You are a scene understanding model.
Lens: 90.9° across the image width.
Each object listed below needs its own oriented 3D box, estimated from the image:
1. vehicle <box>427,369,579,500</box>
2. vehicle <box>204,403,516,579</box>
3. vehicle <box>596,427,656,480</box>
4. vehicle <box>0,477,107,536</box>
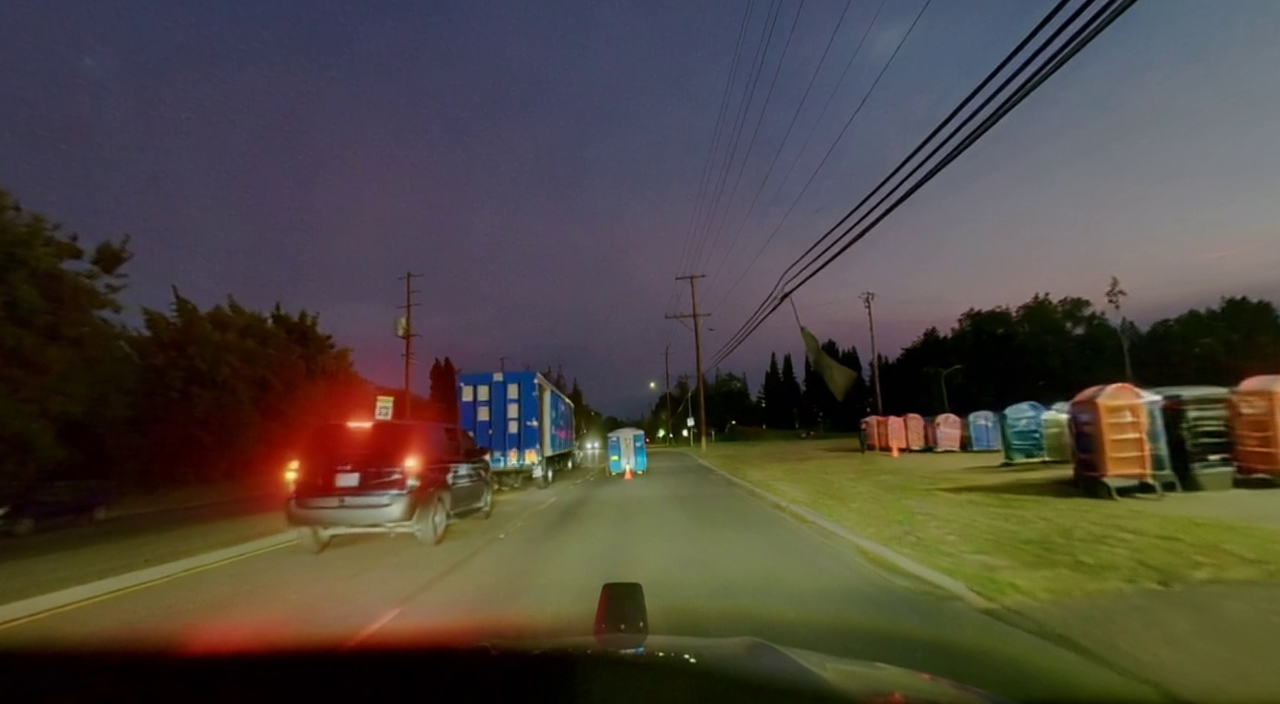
[{"bbox_3d":[-3.957,2.721,20.484,3.120,3.393,7.945,0,-8,0],"label":"vehicle"},{"bbox_3d":[-3.409,1.804,9.036,2.187,1.821,4.748,0,-8,1],"label":"vehicle"},{"bbox_3d":[-0.526,3.873,24.226,2.117,1.861,4.095,0,-8,-1],"label":"vehicle"},{"bbox_3d":[-18.880,4.614,18.969,1.837,1.485,4.231,-1,-8,2],"label":"vehicle"}]
